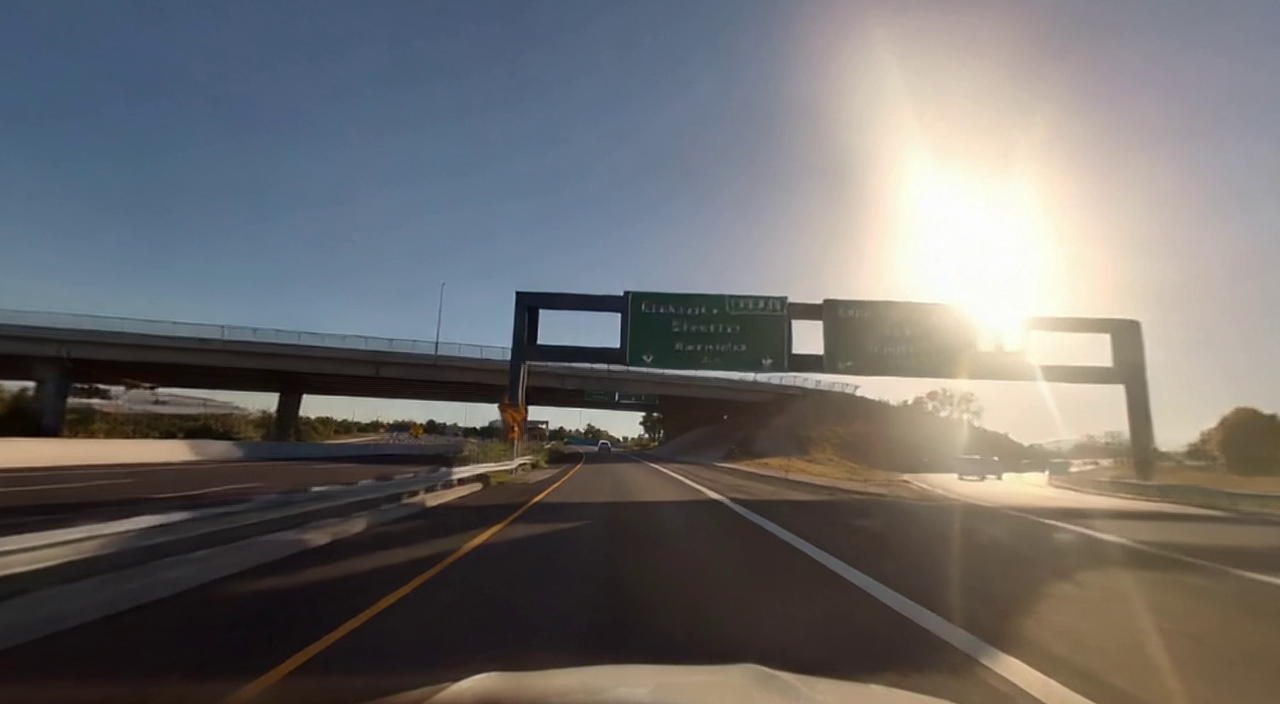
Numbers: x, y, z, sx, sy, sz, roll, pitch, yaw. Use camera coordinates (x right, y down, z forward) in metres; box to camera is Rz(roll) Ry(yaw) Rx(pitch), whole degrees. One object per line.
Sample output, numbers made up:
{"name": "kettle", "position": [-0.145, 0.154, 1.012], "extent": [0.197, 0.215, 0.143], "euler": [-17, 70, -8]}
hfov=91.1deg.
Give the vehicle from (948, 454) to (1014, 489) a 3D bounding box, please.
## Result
{"name": "vehicle", "position": [15.930, 5.566, 29.557], "extent": [2.129, 1.444, 3.649], "euler": [-4, -9, 19]}
